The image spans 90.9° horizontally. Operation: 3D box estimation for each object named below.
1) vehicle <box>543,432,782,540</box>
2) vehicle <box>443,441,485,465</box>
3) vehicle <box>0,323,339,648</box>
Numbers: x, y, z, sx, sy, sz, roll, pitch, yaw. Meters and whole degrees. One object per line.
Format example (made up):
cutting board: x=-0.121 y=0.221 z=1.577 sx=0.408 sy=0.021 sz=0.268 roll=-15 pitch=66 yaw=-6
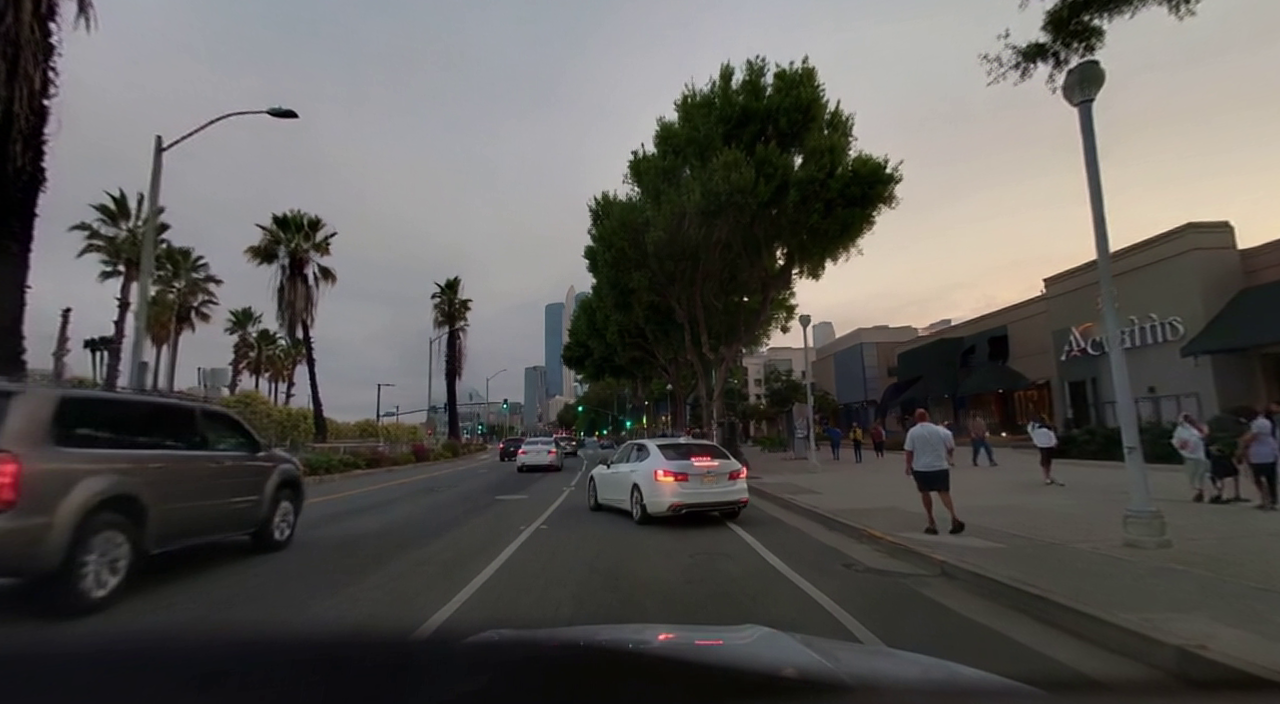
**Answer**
vehicle: x=0.113 y=2.220 z=11.186 sx=1.930 sy=1.477 sz=4.657 roll=5 pitch=-10 yaw=-31
vehicle: x=-11.920 y=6.867 z=42.997 sx=1.930 sy=1.583 sz=4.423 roll=0 pitch=-9 yaw=-5
vehicle: x=-5.296 y=1.199 z=6.258 sx=2.164 sy=2.047 sz=5.455 roll=0 pitch=-9 yaw=-3
